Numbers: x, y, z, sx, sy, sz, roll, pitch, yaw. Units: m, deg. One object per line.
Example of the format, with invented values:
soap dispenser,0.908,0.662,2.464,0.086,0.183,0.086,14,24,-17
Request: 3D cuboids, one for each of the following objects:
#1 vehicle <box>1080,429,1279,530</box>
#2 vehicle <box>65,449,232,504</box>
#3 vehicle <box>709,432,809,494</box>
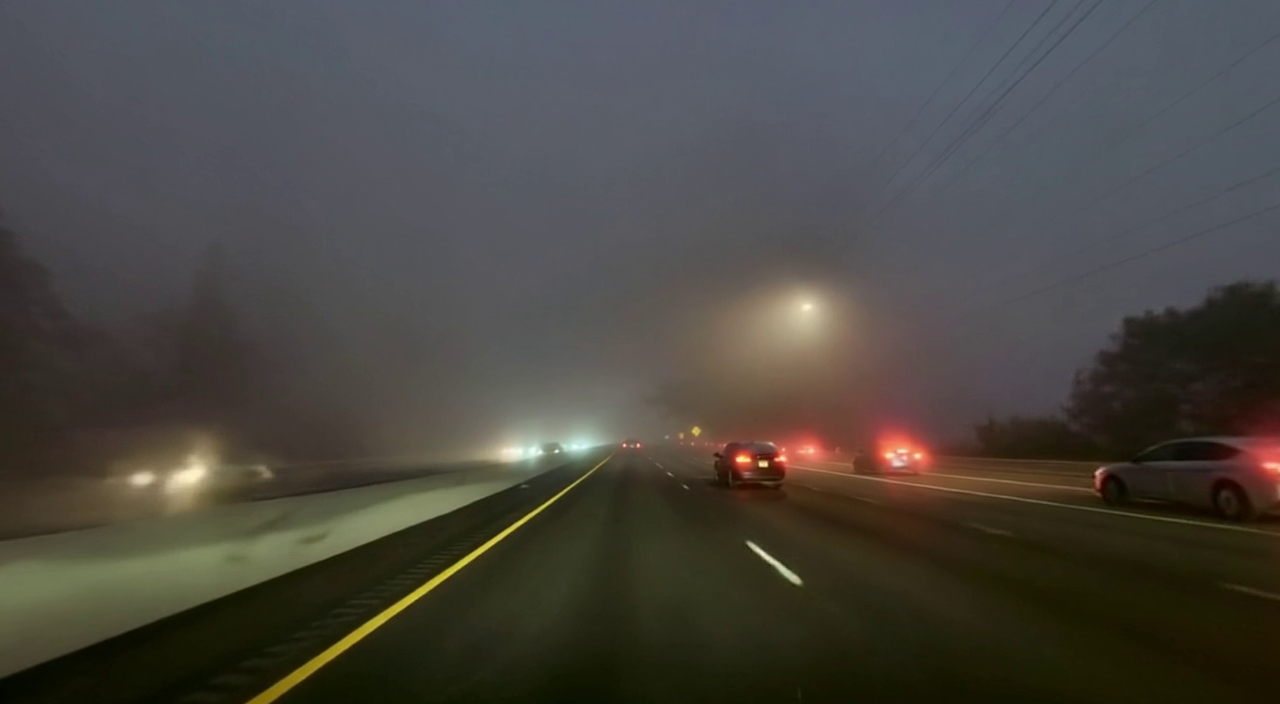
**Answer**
vehicle,10.640,2.167,11.145,1.987,1.502,5.130,0,-9,-1
vehicle,-15.184,3.818,19.879,1.851,1.513,4.241,0,-9,0
vehicle,3.343,3.213,18.612,2.018,1.600,4.121,0,-9,-2
